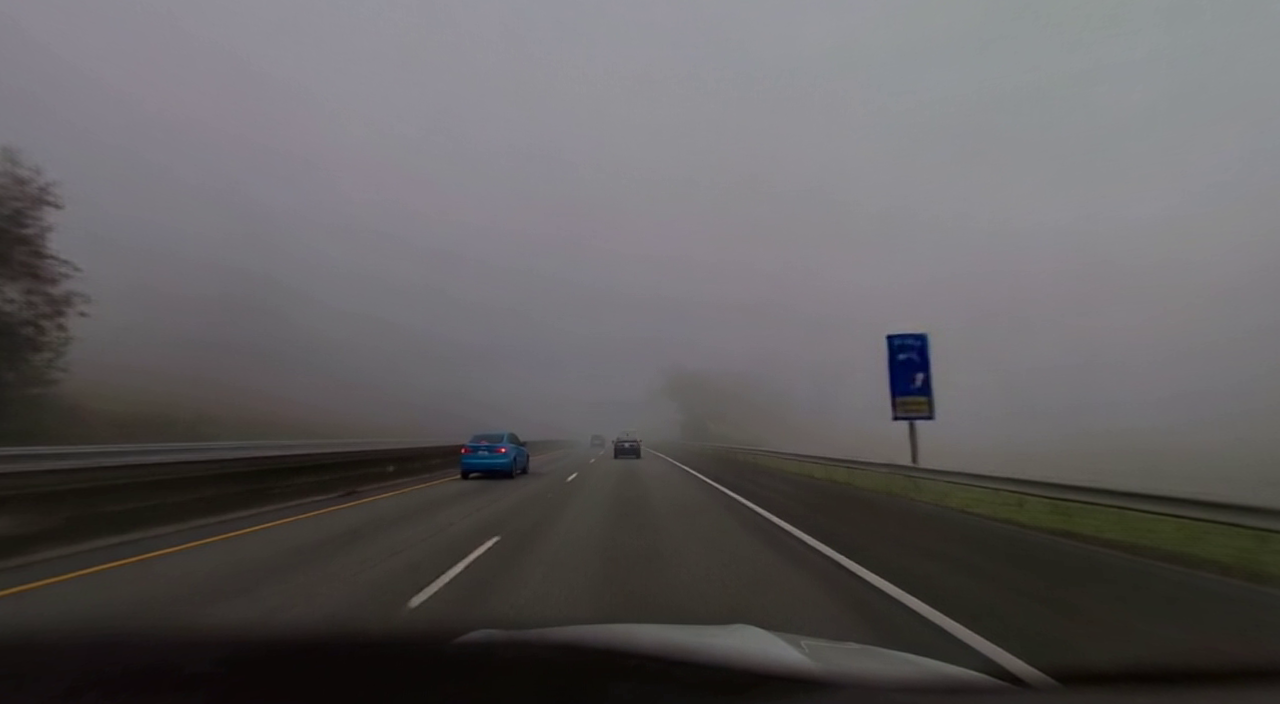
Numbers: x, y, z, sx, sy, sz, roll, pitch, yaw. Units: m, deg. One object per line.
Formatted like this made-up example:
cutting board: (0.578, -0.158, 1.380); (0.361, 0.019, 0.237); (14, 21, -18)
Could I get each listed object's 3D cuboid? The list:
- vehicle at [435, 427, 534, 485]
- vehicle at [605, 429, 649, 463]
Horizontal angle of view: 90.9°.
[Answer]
vehicle: (-4.509, 3.061, 18.930); (1.975, 1.518, 4.242); (0, -8, -1)
vehicle: (-0.694, 4.885, 32.961); (2.162, 1.616, 4.242); (0, -8, -1)
